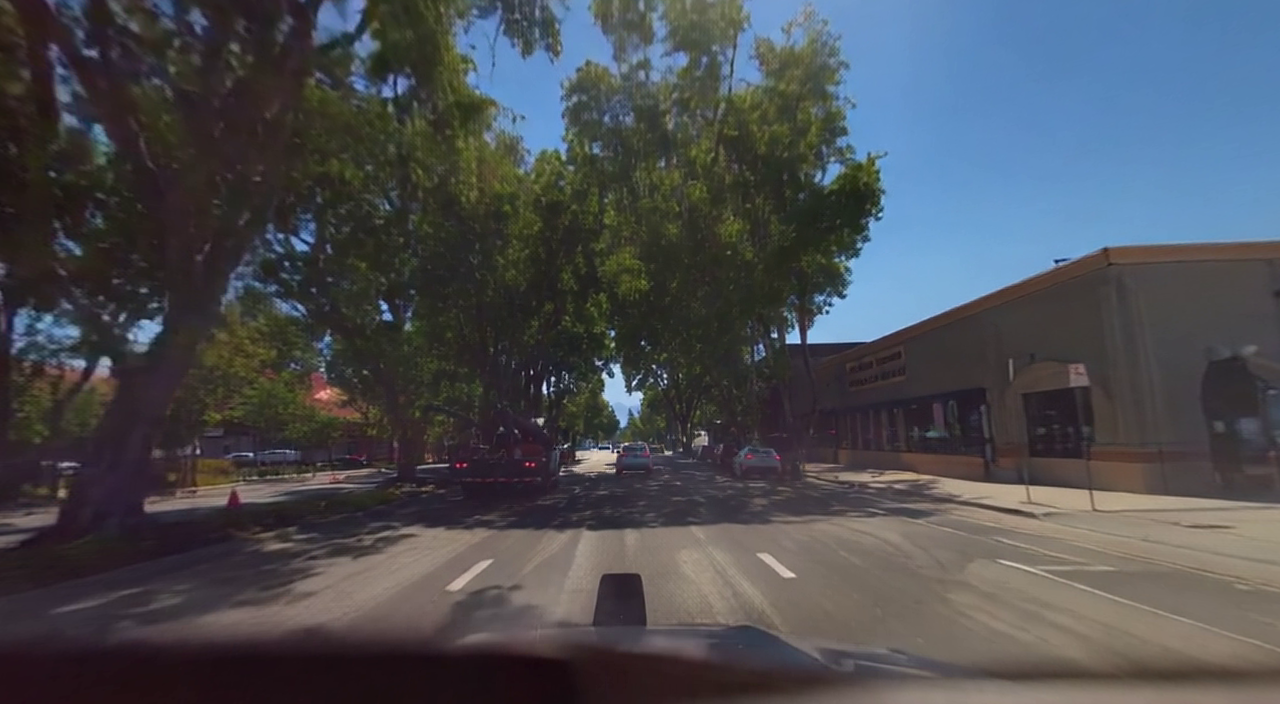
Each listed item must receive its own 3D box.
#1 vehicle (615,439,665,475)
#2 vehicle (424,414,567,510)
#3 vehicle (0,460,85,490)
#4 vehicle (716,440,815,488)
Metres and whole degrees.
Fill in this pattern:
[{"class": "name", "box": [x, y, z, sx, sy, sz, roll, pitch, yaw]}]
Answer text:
[{"class": "vehicle", "box": [-0.049, 5.448, 32.994, 2.413, 1.748, 4.406, 0, -9, -1]}, {"class": "vehicle", "box": [-3.467, 2.814, 16.611, 2.424, 2.063, 5.678, 0, -9, 0]}, {"class": "vehicle", "box": [-34.801, 6.980, 36.091, 1.876, 1.470, 4.711, 0, -9, 0]}, {"class": "vehicle", "box": [4.520, 4.100, 23.551, 2.082, 1.601, 4.451, 1, -9, -10]}]
